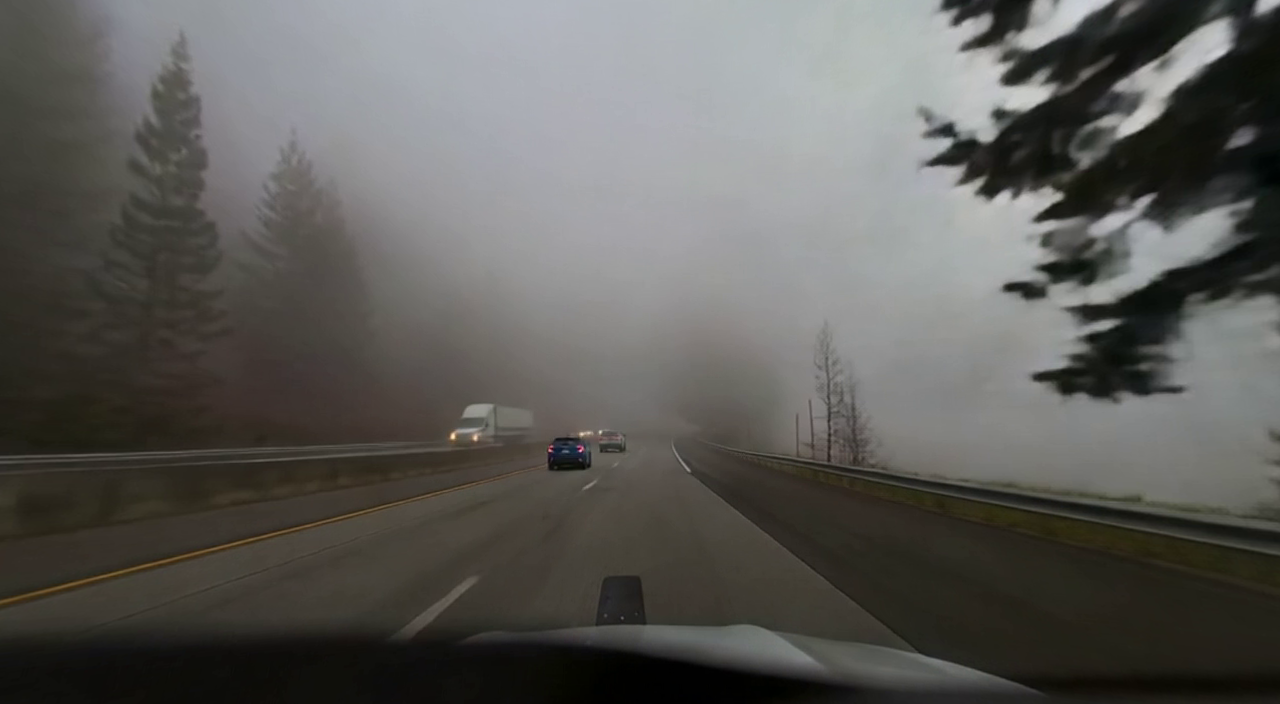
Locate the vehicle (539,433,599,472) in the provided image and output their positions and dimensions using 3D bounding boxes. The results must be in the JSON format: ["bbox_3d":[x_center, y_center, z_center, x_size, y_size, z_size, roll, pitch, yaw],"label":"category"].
[{"bbox_3d":[-3.082,4.534,28.436,2.053,1.589,4.671,-1,-9,2],"label":"vehicle"}]
